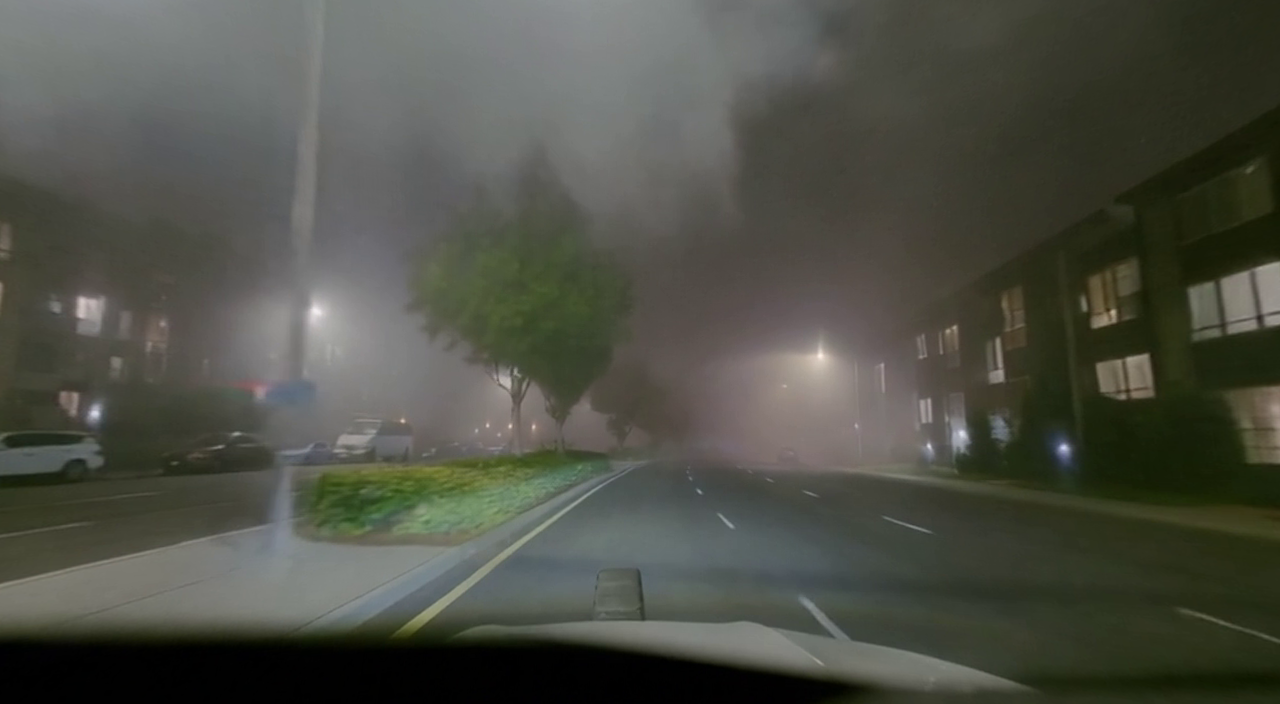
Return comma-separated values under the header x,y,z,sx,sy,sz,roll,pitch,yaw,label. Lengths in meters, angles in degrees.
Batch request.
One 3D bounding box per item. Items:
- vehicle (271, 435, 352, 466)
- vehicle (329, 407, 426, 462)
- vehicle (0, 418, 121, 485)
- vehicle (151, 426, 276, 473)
x,y,z,sx,sy,sz,roll,pitch,yaw,label
-17.833,5.388,34.555,1.808,1.531,4.366,1,-9,3,vehicle
-17.103,5.484,41.771,2.766,3.279,6.821,0,-8,6,vehicle
-18.526,2.890,18.289,2.295,1.809,5.236,0,-9,3,vehicle
-18.348,4.217,27.519,2.001,1.836,4.746,0,-9,2,vehicle
